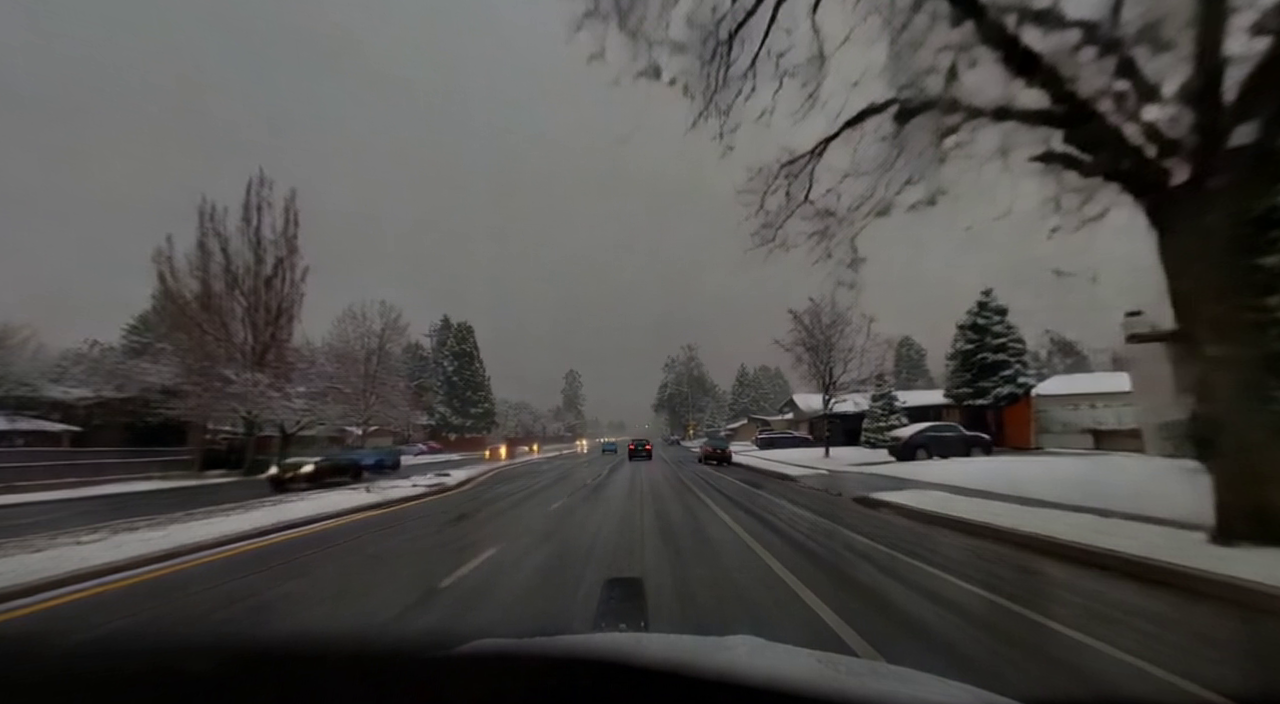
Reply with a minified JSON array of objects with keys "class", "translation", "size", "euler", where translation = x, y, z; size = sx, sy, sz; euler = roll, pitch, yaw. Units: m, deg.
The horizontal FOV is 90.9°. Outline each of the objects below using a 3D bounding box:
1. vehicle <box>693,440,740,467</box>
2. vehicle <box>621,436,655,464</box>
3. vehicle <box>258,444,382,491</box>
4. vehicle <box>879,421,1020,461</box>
[{"class":"vehicle","translation":[4.375,5.879,36.733],"size":[2.080,1.469,4.898],"euler":[0,-8,-1]},{"class":"vehicle","translation":[-0.123,6.242,40.262],"size":[2.024,1.655,4.301],"euler":[0,-8,0]},{"class":"vehicle","translation":[-11.460,4.125,23.056],"size":[2.003,1.457,4.762],"euler":[-2,-8,1]},{"class":"vehicle","translation":[12.661,3.678,26.041],"size":[4.720,1.535,2.079],"euler":[0,-9,3]}]
